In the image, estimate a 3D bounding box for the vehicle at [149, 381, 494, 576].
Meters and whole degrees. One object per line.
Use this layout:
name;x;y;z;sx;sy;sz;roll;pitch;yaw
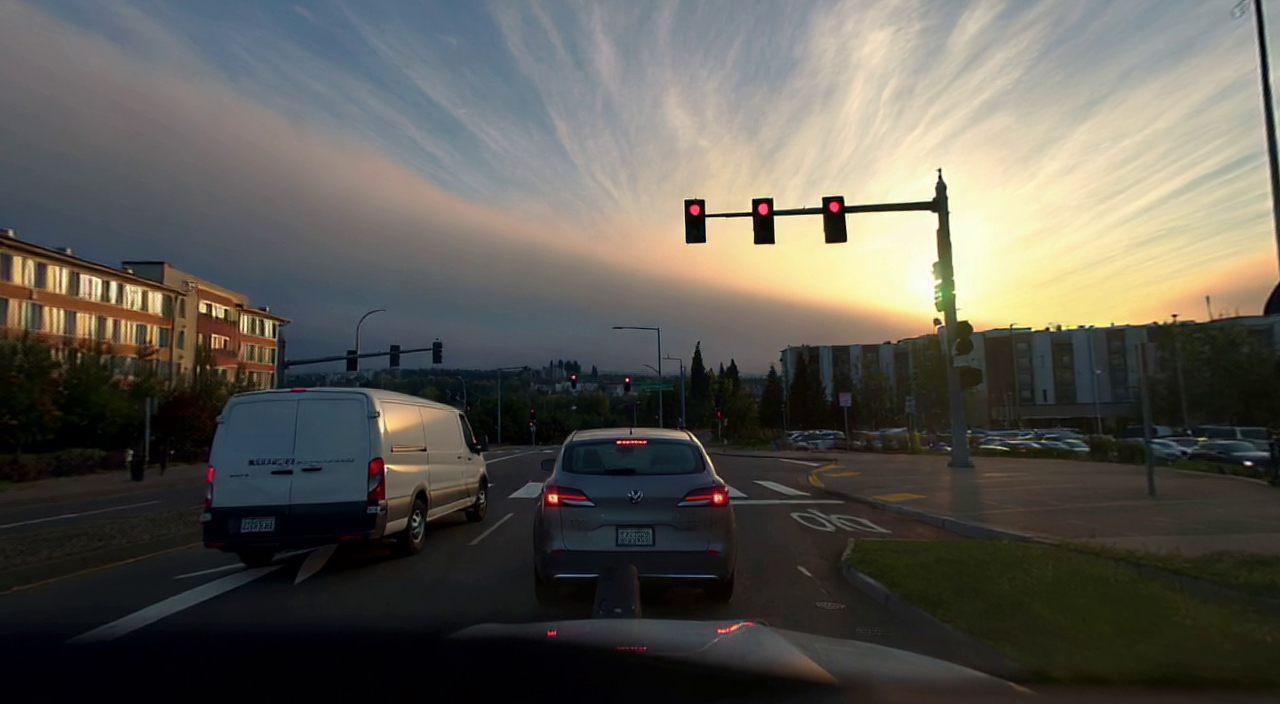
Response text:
vehicle;-3.583;1.524;8.522;2.076;1.820;5.100;0;-8;-1

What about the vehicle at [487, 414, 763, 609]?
vehicle;-0.116;1.466;6.762;2.064;1.452;3.942;0;-8;0
